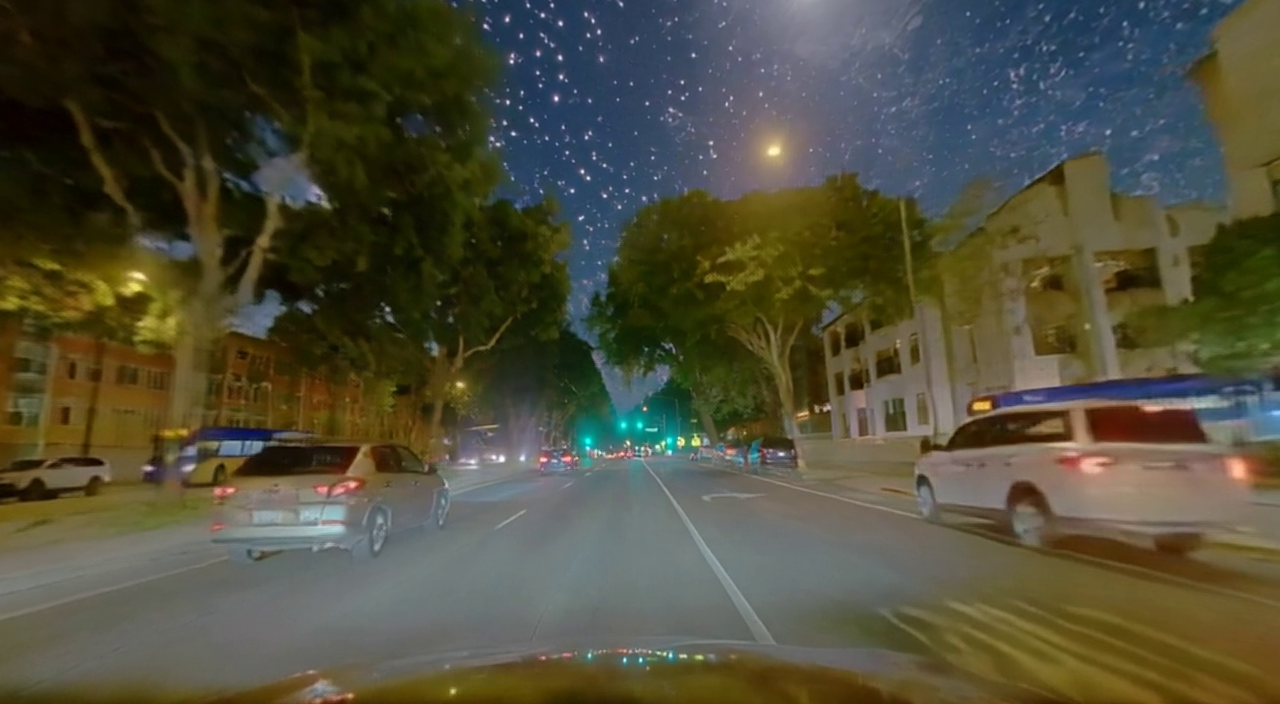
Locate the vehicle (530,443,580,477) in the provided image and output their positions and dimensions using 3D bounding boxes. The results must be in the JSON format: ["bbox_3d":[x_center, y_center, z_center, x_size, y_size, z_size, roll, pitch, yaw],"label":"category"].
[{"bbox_3d":[-4.200,5.396,31.799,1.934,1.522,4.287,-1,-9,0],"label":"vehicle"}]

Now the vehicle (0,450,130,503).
[{"bbox_3d":[-22.587,4.632,24.059,1.998,1.770,5.202,0,-9,-1],"label":"vehicle"}]

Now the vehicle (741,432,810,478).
[{"bbox_3d":[5.899,4.535,28.049,1.945,1.829,4.305,0,-9,-2],"label":"vehicle"}]

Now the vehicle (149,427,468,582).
[{"bbox_3d":[-3.960,1.872,8.650,1.995,1.524,4.438,0,-9,-1],"label":"vehicle"}]

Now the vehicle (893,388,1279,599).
[{"bbox_3d":[5.935,1.673,8.598,2.390,1.816,6.050,0,-9,-1],"label":"vehicle"}]

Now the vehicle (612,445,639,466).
[{"bbox_3d":[-1.088,7.981,48.986,1.999,1.520,3.896,0,-9,-1],"label":"vehicle"}]
